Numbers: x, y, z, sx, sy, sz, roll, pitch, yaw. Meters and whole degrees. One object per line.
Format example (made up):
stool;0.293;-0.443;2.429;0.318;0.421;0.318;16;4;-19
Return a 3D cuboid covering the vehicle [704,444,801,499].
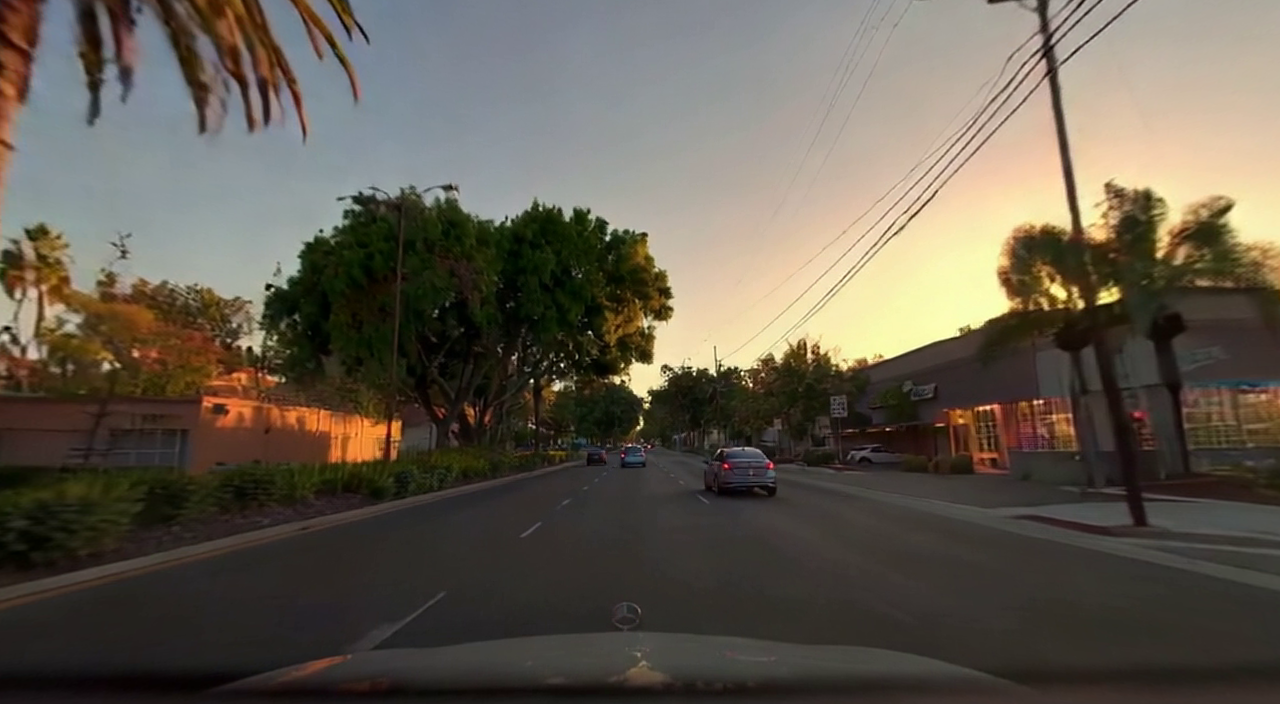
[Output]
vehicle;3.407;3.707;20.081;2.090;1.503;4.566;0;-9;-2

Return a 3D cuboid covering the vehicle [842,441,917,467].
vehicle;15.697;6.691;41.510;4.091;1.605;2.017;0;-9;-2
